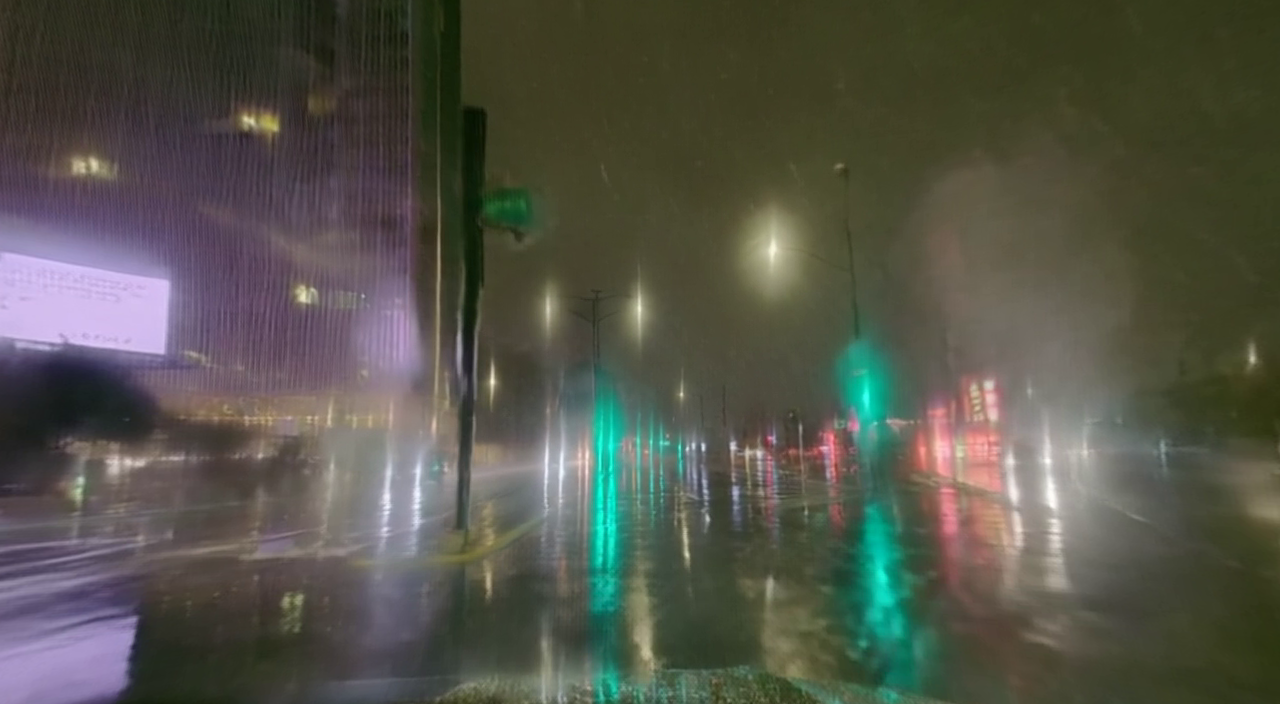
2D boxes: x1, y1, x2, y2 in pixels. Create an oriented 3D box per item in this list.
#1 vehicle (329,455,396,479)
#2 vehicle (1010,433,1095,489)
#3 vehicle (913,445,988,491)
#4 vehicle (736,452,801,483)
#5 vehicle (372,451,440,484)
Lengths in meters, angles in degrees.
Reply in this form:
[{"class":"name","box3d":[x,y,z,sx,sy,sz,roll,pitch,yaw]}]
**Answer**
[{"class":"vehicle","box3d":[-18.369,7.627,42.067,2.448,1.407,4.308,1,-8,1]},{"class":"vehicle","box3d":[15.111,3.967,23.353,2.232,1.814,5.285,-5,-10,31]},{"class":"vehicle","box3d":[11.948,4.341,24.109,2.023,1.527,5.016,-6,-10,31]},{"class":"vehicle","box3d":[6.817,6.179,34.084,2.675,1.452,4.213,-1,-9,2]},{"class":"vehicle","box3d":[-13.345,6.572,36.329,1.979,1.727,4.489,-1,-9,3]}]
